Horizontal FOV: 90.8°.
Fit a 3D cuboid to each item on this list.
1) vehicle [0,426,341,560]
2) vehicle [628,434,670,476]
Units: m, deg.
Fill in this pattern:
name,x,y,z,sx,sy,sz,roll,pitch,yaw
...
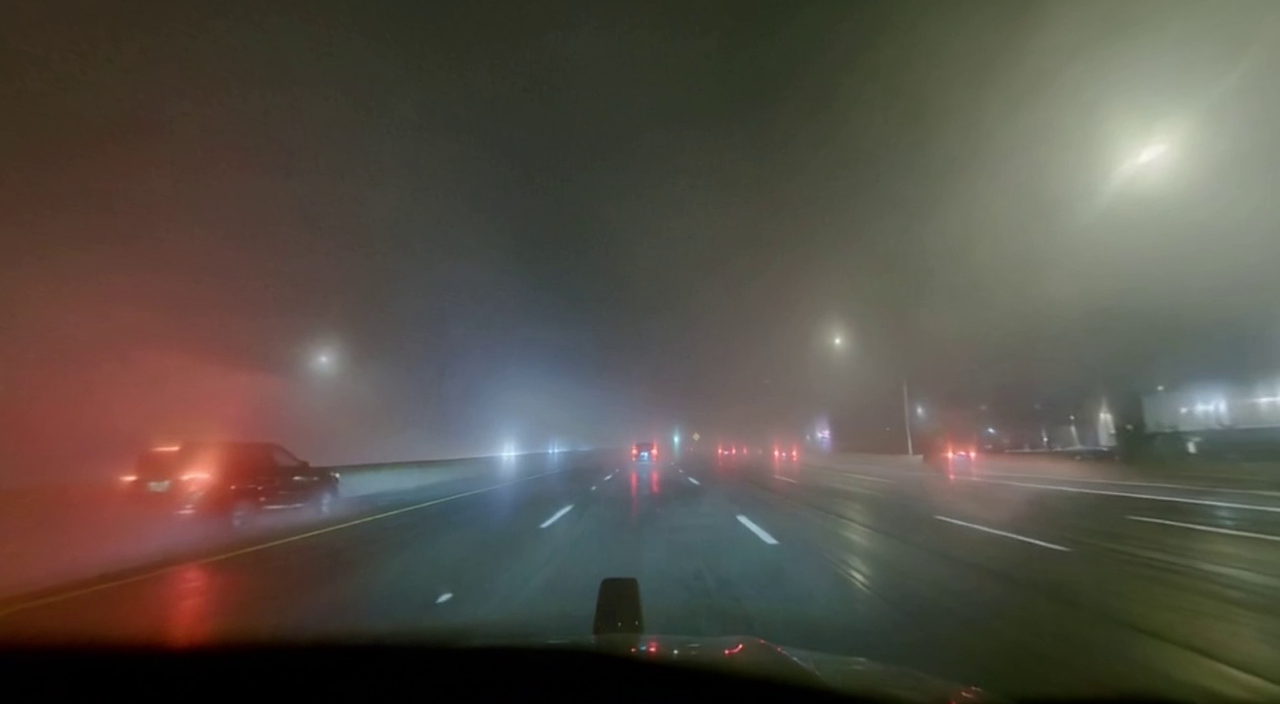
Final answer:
name,x,y,z,sx,sy,sz,roll,pitch,yaw
vehicle,-6.599,1.965,9.548,1.967,1.538,4.295,0,-8,1
vehicle,0.441,4.937,30.509,1.893,1.827,4.513,0,-8,1
